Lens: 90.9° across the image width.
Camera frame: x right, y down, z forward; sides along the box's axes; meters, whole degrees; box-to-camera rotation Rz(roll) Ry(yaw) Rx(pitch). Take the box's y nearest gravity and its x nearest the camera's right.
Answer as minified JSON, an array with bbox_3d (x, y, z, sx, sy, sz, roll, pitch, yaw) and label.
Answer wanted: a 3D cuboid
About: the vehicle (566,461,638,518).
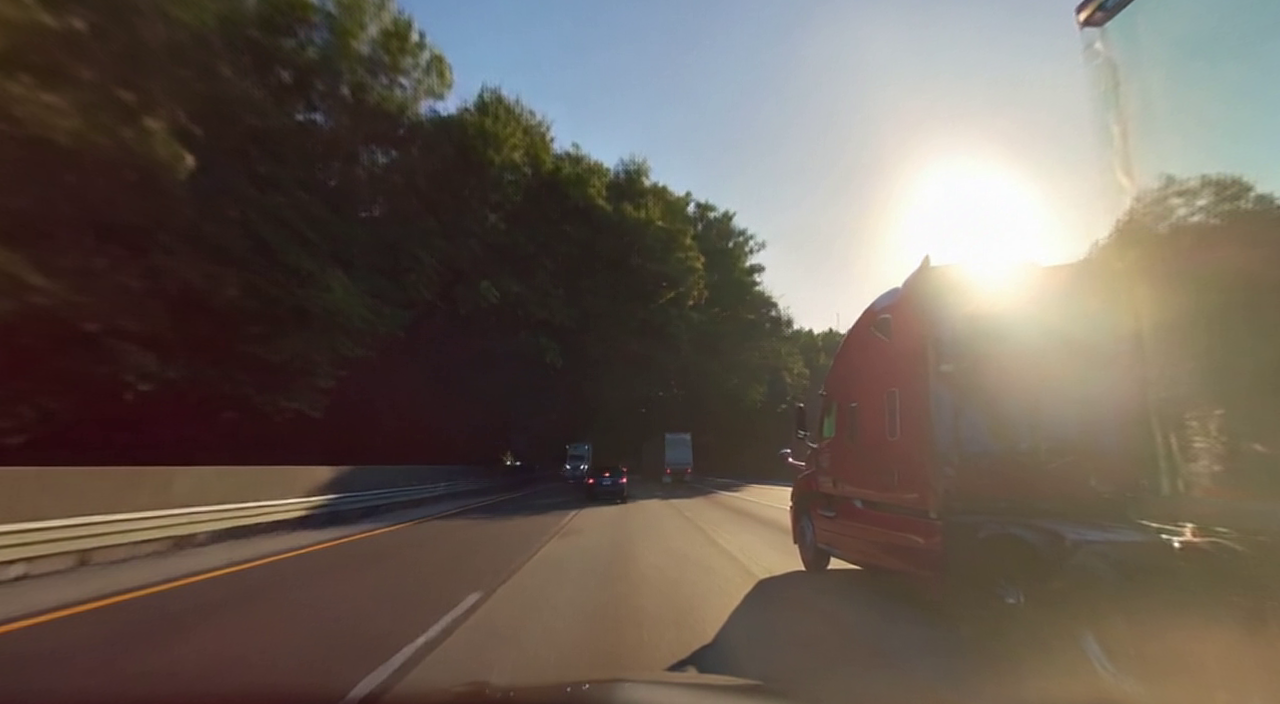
[{"bbox_3d":[-1.120,4.372,20.421,2.010,1.580,4.949,1,-10,-1],"label":"vehicle"}]

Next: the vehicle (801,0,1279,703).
[{"bbox_3d":[3.970,-0.041,2.322,2.856,4.040,14.009,1,-10,-1],"label":"vehicle"}]
